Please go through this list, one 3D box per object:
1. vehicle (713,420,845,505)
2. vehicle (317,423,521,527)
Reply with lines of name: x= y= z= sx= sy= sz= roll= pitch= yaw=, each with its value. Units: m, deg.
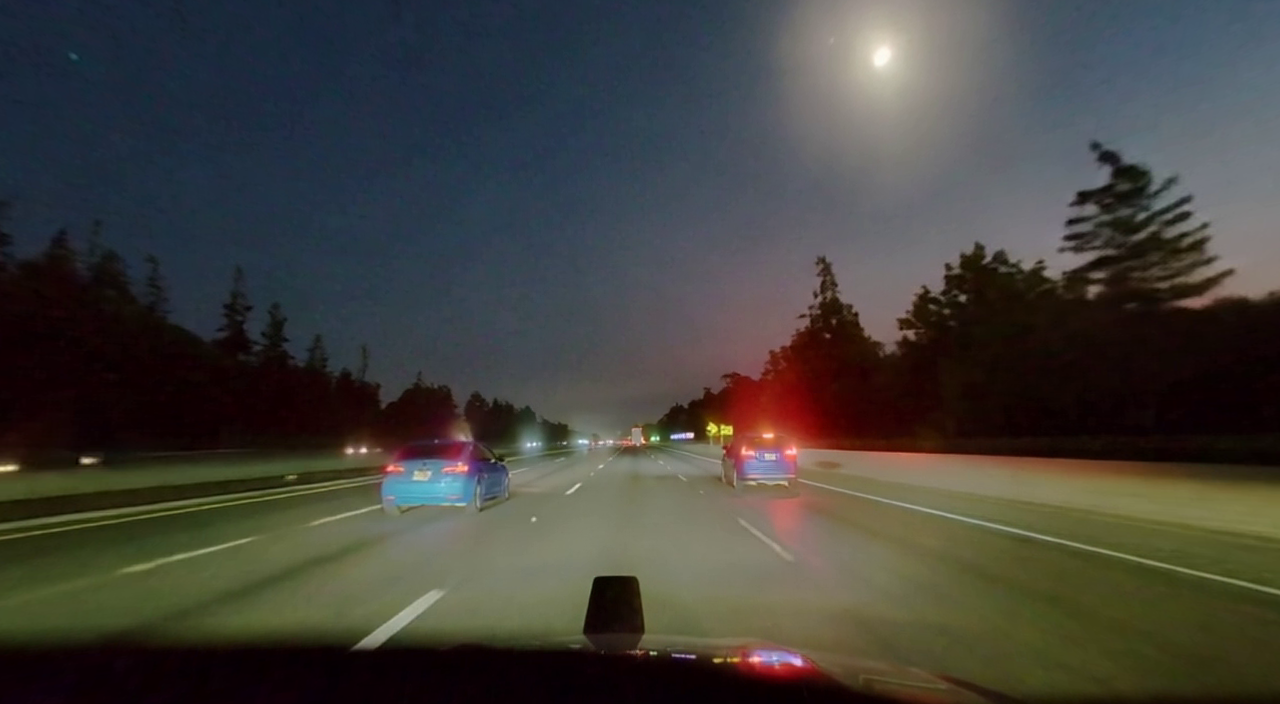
vehicle: x=3.076 y=2.559 z=14.979 sx=2.053 sy=1.714 sz=4.097 roll=0 pitch=-9 yaw=-2
vehicle: x=-3.856 y=2.268 z=12.187 sx=2.118 sy=1.573 sz=4.940 roll=0 pitch=-9 yaw=0
